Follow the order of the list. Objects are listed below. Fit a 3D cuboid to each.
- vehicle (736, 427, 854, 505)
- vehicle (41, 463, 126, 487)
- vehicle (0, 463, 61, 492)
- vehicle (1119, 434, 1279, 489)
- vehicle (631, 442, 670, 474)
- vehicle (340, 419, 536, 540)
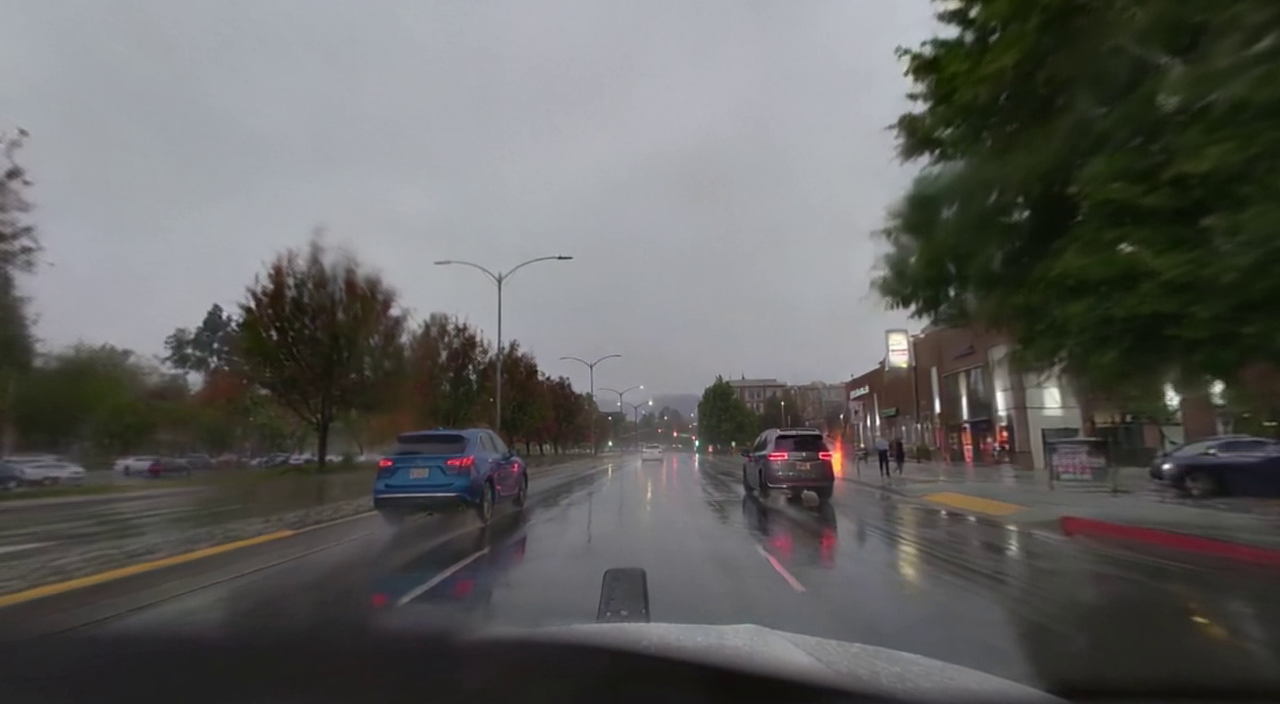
[{"bbox_3d":[3.938,2.970,16.852,2.083,1.779,4.347,0,-8,1],"label":"vehicle"},{"bbox_3d":[-42.756,9.448,48.478,4.647,1.733,2.030,0,-8,3],"label":"vehicle"},{"bbox_3d":[-42.630,8.534,42.846,4.648,1.811,2.029,-1,-8,6],"label":"vehicle"},{"bbox_3d":[18.167,3.401,19.784,4.601,1.603,1.852,-4,-10,28],"label":"vehicle"},{"bbox_3d":[0.647,5.932,35.452,2.067,1.702,3.987,0,-8,2],"label":"vehicle"},{"bbox_3d":[-3.451,2.268,11.873,2.047,1.810,4.414,0,-8,2],"label":"vehicle"}]
